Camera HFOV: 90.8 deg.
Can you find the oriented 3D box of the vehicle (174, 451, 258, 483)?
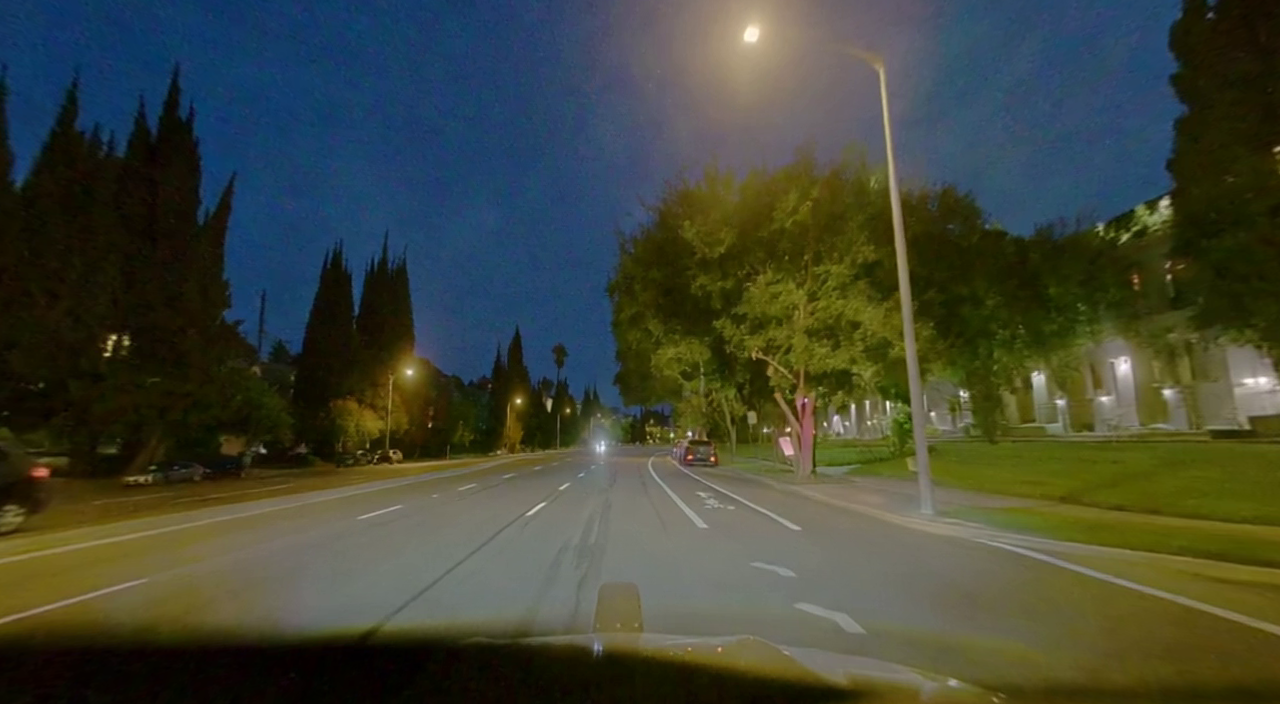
[{"bbox_3d":[-24.997,6.754,37.478,1.999,1.720,4.253,0,-9,0],"label":"vehicle"}]

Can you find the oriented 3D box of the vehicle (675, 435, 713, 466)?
[{"bbox_3d":[3.131,5.834,37.441,2.013,1.710,4.403,0,-9,2],"label":"vehicle"}]

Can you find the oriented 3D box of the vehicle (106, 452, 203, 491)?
[{"bbox_3d":[-24.820,6.102,32.508,1.864,1.575,4.149,-3,-7,-3],"label":"vehicle"}]
